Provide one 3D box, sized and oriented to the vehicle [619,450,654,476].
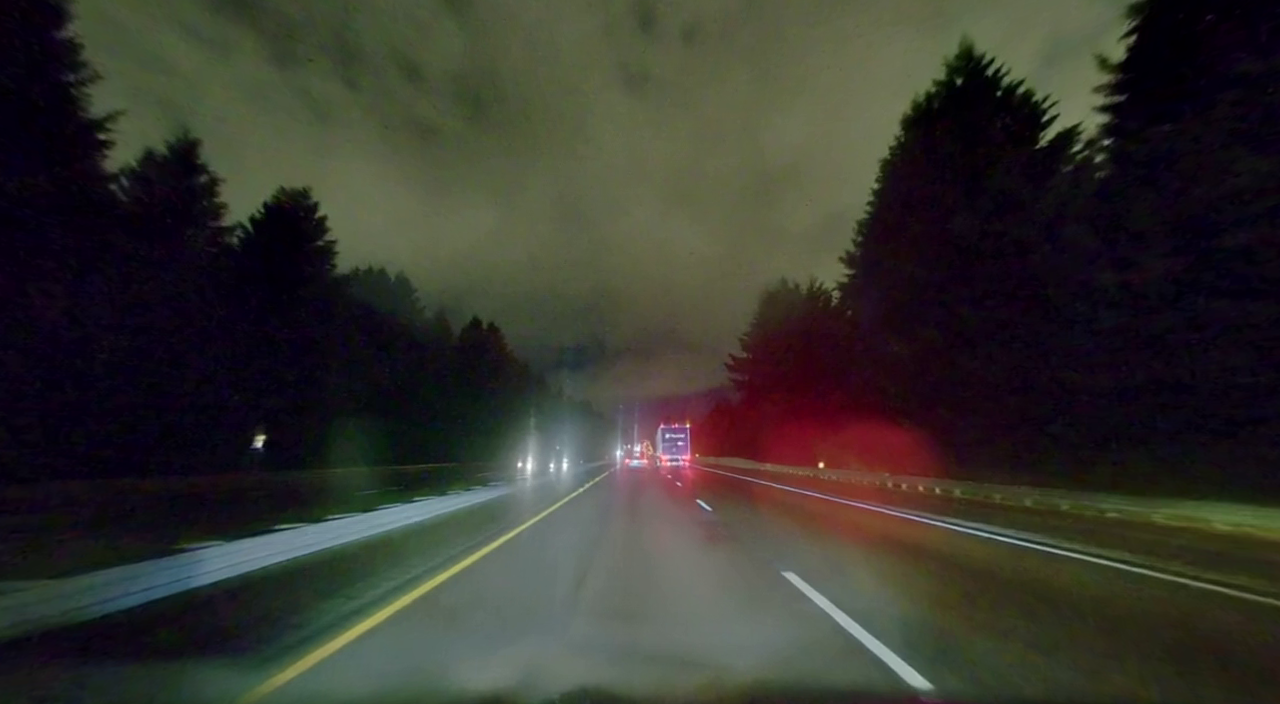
[{"bbox_3d":[-0.215,7.030,39.934,2.057,1.528,3.958,-1,-9,0],"label":"vehicle"}]
